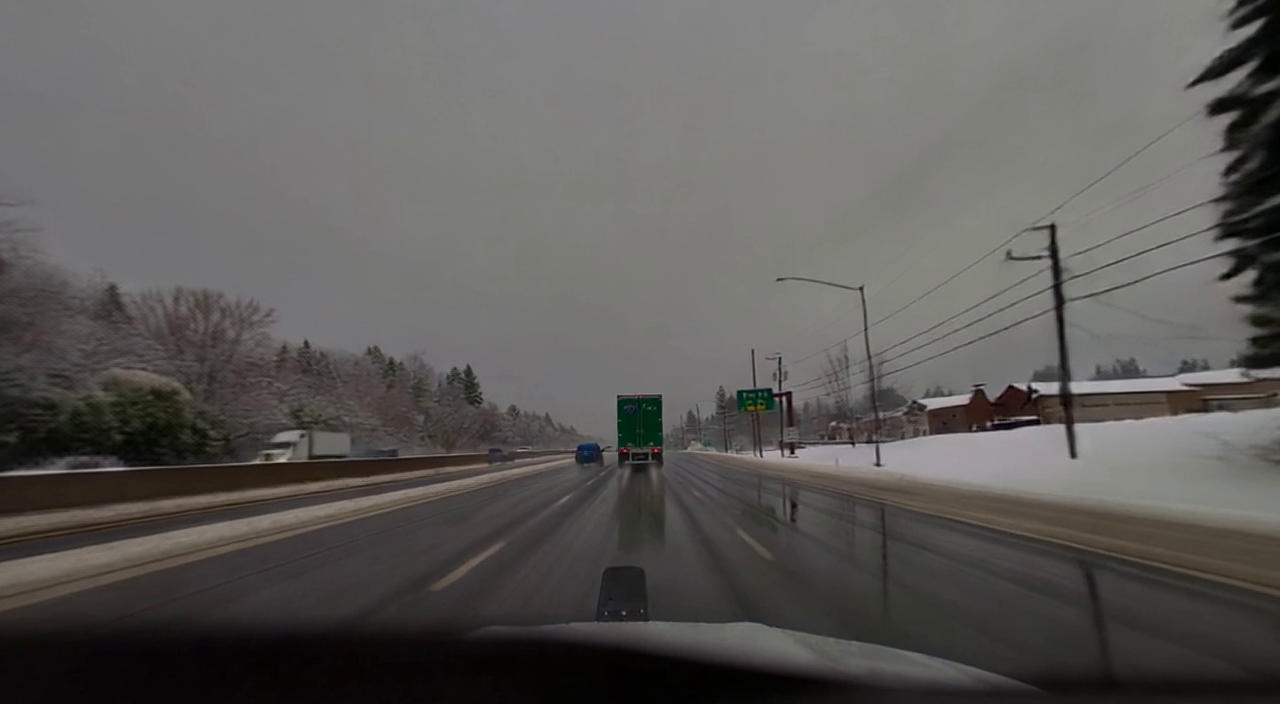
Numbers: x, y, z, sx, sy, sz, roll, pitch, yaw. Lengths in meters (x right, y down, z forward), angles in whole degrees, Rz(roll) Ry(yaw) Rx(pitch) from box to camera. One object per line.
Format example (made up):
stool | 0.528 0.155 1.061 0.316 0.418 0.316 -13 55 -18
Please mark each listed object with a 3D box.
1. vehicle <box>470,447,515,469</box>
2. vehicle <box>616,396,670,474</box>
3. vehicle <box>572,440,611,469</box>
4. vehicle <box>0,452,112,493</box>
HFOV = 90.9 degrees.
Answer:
vehicle | -10.554 7.595 45.404 2.012 1.509 4.789 0 -9 1
vehicle | 0.241 5.414 40.293 2.879 4.085 13.125 0 -9 1
vehicle | -3.371 7.231 44.786 2.293 1.923 5.141 0 -9 0
vehicle | -25.329 4.992 26.511 1.851 1.529 5.041 0 -9 0
